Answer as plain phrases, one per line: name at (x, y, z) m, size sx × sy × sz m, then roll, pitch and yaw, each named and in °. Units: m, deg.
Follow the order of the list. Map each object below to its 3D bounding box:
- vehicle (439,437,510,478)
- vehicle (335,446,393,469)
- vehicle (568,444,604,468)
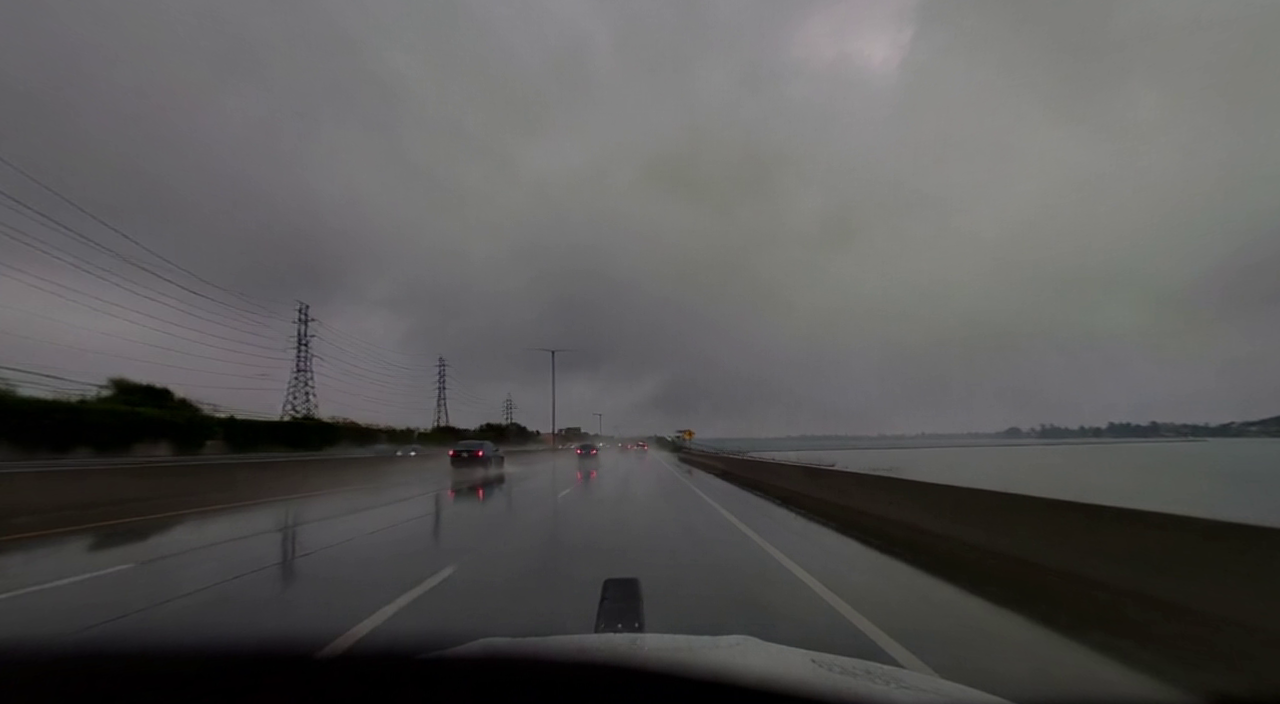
vehicle at (-7.540, 4.854, 29.261) m, size 2.050 × 1.717 × 4.418 m, roll 0°, pitch -9°, yaw 1°
vehicle at (-18.815, 7.174, 43.292) m, size 1.872 × 1.466 × 4.649 m, roll 0°, pitch -9°, yaw 0°
vehicle at (-3.531, 6.911, 42.197) m, size 1.957 × 1.494 × 4.207 m, roll 0°, pitch -9°, yaw 1°
